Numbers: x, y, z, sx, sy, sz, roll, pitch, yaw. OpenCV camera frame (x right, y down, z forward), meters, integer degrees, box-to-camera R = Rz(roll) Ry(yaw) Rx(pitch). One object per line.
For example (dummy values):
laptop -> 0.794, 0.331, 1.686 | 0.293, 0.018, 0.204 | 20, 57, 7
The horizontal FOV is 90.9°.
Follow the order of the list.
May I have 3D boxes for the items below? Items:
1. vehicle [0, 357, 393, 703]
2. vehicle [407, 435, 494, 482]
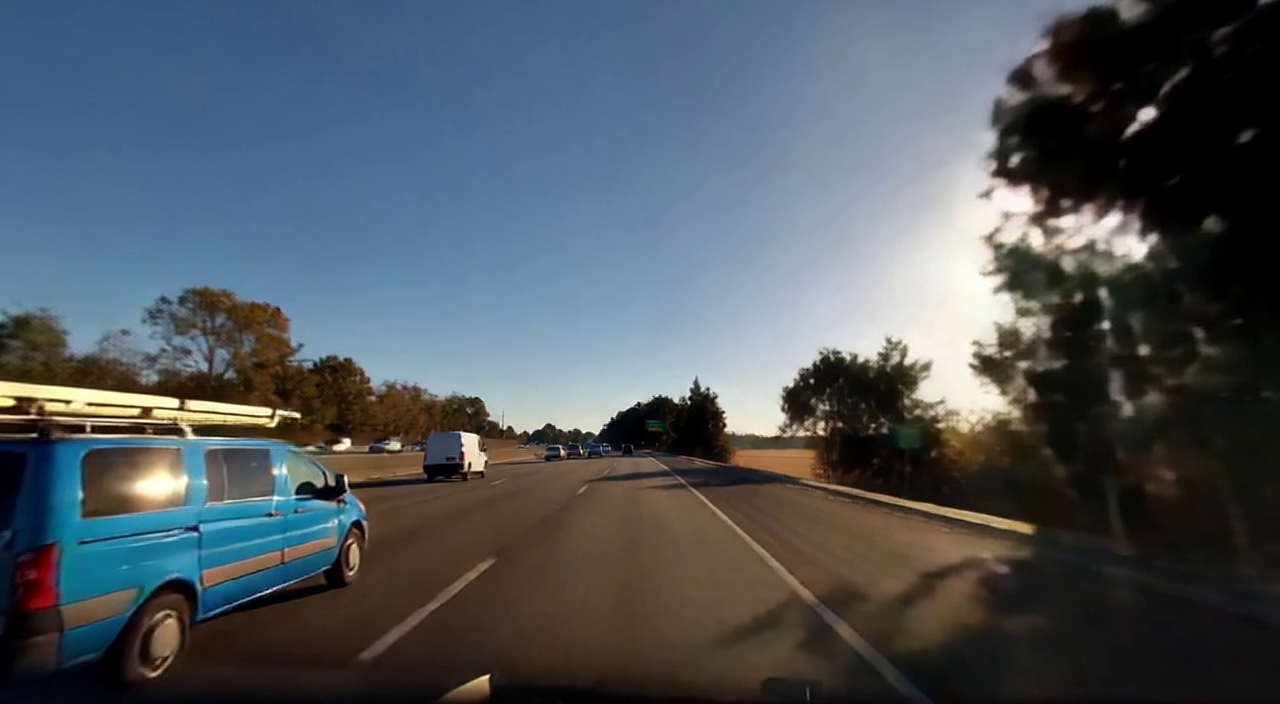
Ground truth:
vehicle -> -3.651, 1.112, 4.179 | 2.040, 1.679, 4.865 | 0, -9, 0
vehicle -> -7.680, 4.349, 26.071 | 2.093, 1.752, 4.771 | 0, -9, 0
